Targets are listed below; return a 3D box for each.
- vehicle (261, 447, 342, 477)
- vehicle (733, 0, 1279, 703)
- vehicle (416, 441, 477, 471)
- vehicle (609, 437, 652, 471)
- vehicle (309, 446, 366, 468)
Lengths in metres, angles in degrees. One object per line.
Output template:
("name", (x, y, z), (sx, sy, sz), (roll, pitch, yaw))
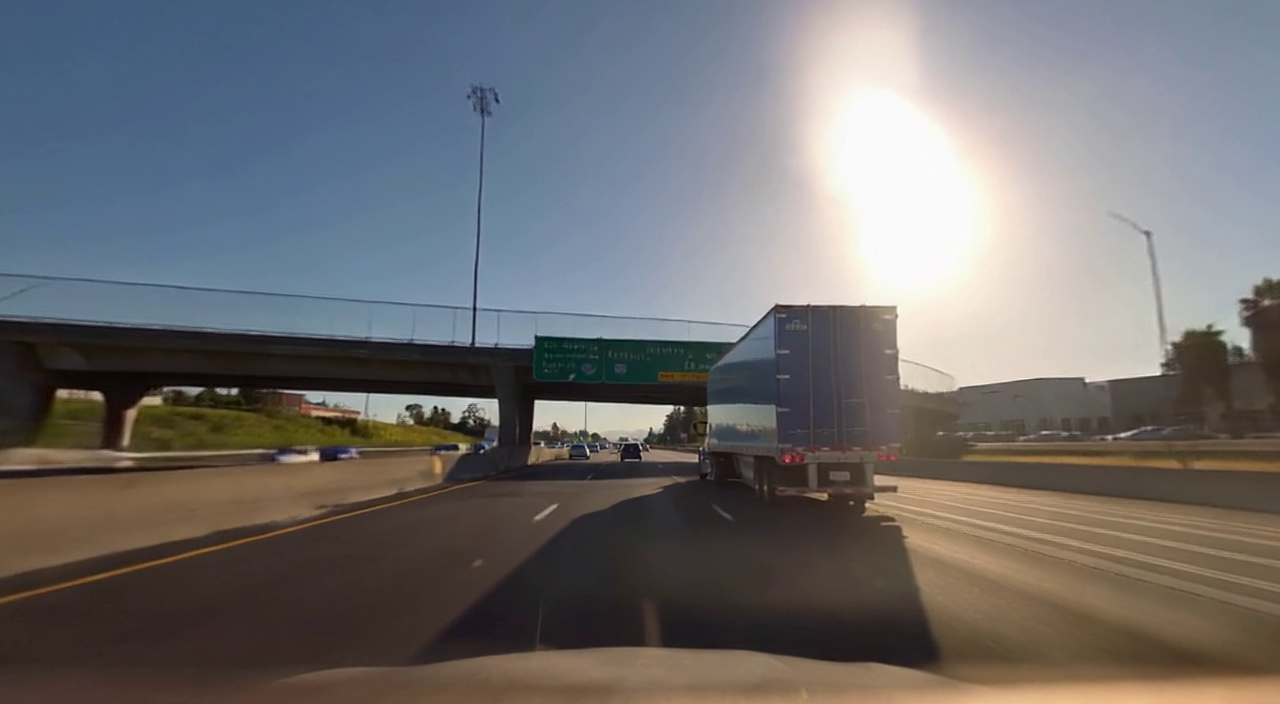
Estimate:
("vehicle", (-17.679, 5.726, 33.242), (1.829, 1.454, 4.419), (0, -9, -1))
("vehicle", (3.432, -0.088, 4.525), (2.996, 4.123, 15.965), (0, -9, 0))
("vehicle", (-10.743, 5.807, 35.404), (2.069, 1.556, 4.512), (0, -9, -1))
("vehicle", (-0.529, 5.432, 33.883), (2.191, 1.685, 4.015), (0, -9, -1))
("vehicle", (-21.359, 7.420, 44.849), (1.916, 1.494, 4.497), (0, -9, -1))
